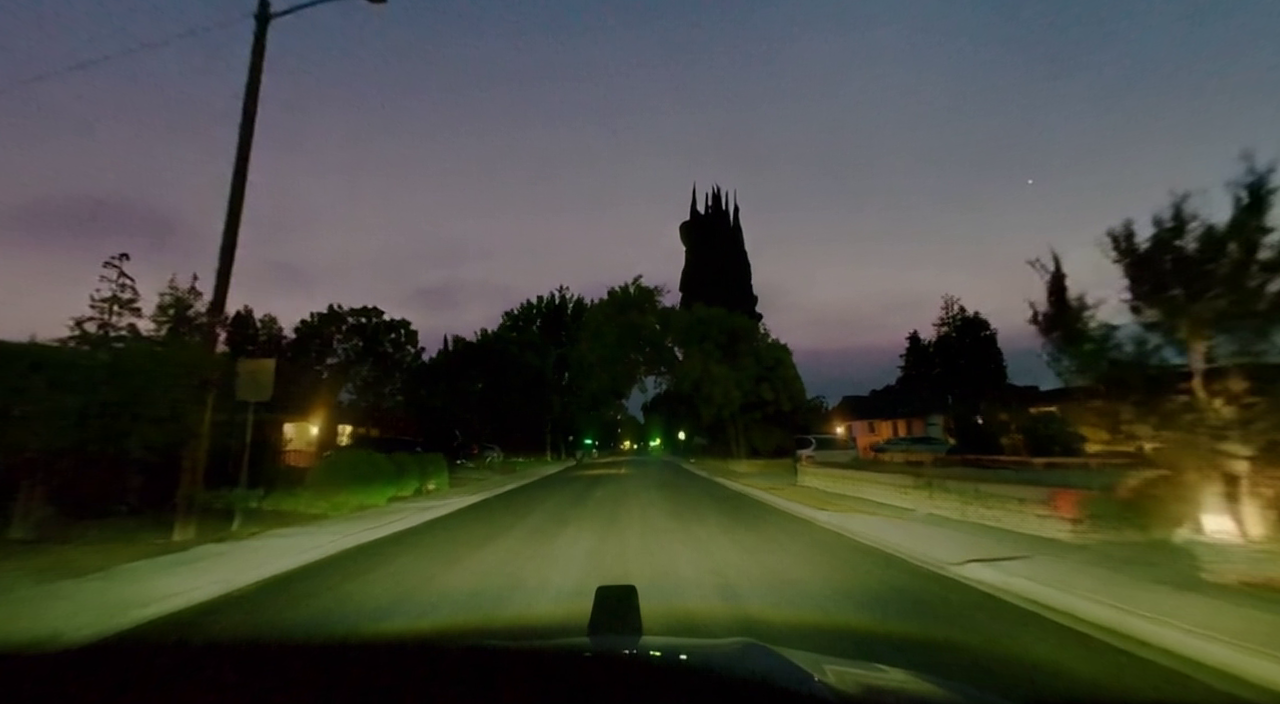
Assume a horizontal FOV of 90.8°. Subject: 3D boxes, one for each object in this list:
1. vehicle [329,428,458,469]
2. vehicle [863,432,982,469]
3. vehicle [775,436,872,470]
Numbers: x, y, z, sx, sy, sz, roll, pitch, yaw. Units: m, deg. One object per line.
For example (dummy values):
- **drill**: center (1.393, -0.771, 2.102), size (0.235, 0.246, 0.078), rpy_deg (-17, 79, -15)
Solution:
- **vehicle**: center (-12.501, 4.929, 32.374), size (5.618, 1.997, 2.201), rpy_deg (0, -9, -1)
- **vehicle**: center (15.265, 5.326, 34.338), size (5.395, 1.917, 2.153), rpy_deg (0, -9, -2)
- **vehicle**: center (9.791, 5.413, 33.923), size (4.582, 1.719, 1.947), rpy_deg (0, -8, -1)
